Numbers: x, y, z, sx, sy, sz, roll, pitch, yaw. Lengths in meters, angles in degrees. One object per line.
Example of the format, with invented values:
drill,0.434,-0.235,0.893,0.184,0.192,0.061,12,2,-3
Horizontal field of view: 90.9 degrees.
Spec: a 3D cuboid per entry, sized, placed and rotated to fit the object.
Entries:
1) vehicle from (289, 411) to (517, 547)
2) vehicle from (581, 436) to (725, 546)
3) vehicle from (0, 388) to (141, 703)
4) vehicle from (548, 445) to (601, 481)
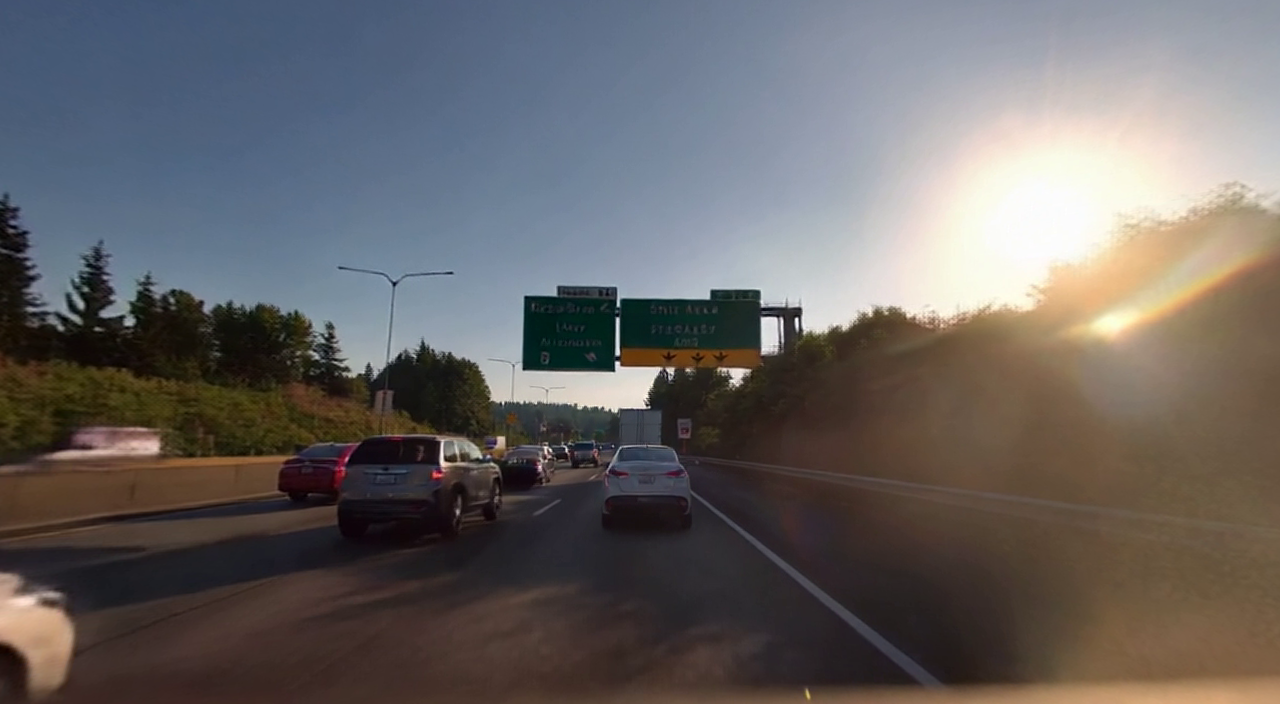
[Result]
vehicle,-3.686,2.093,10.972,2.051,1.829,4.736,0,-9,1
vehicle,0.170,2.206,10.529,1.995,1.495,3.380,0,-9,0
vehicle,-3.414,0.645,0.779,1.980,1.491,4.340,0,-9,1
vehicle,-2.873,4.979,28.451,1.998,1.466,3.684,0,-9,0
